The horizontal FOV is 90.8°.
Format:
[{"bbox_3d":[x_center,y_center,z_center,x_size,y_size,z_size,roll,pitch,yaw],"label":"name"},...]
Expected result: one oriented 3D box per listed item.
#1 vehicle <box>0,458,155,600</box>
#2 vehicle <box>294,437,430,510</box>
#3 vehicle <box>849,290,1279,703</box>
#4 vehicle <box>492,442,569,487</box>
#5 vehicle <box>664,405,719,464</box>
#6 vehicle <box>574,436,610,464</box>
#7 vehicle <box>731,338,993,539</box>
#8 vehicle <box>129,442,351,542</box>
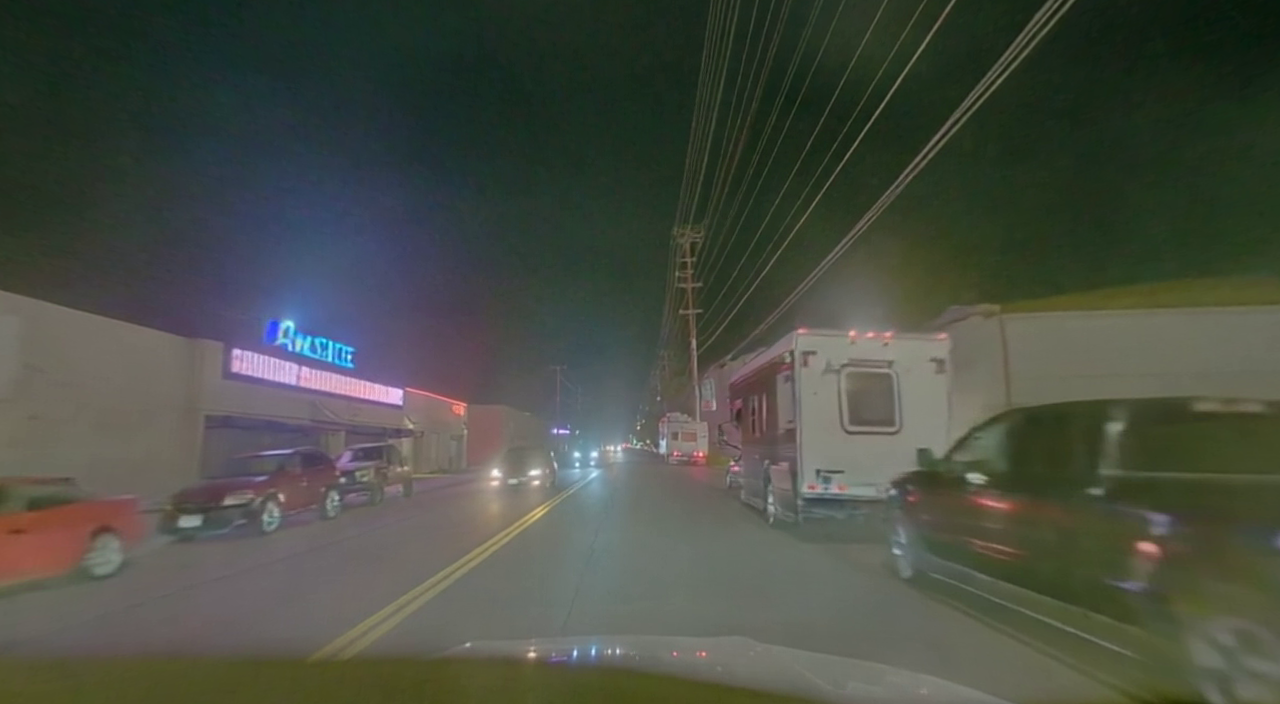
[{"bbox_3d":[-7.778,1.941,6.834,1.759,1.461,4.308,0,-8,-2],"label":"vehicle"},{"bbox_3d":[-7.940,3.479,18.669,2.001,1.830,4.735,0,-8,-2],"label":"vehicle"},{"bbox_3d":[3.658,1.016,4.480,2.218,1.956,5.916,0,-8,-1],"label":"vehicle"},{"bbox_3d":[-3.924,4.116,23.490,1.966,1.482,4.473,0,-8,1],"label":"vehicle"},{"bbox_3d":[3.787,6.541,48.890,3.029,3.860,7.726,-4,-10,-3],"label":"vehicle"},{"bbox_3d":[-3.652,7.523,48.635,2.307,1.998,4.734,0,-8,1],"label":"vehicle"},{"bbox_3d":[3.720,1.722,12.555,2.880,2.959,6.375,0,-8,1],"label":"vehicle"},{"bbox_3d":[-7.966,2.759,13.212,1.903,1.710,4.322,0,-8,-2],"label":"vehicle"}]
